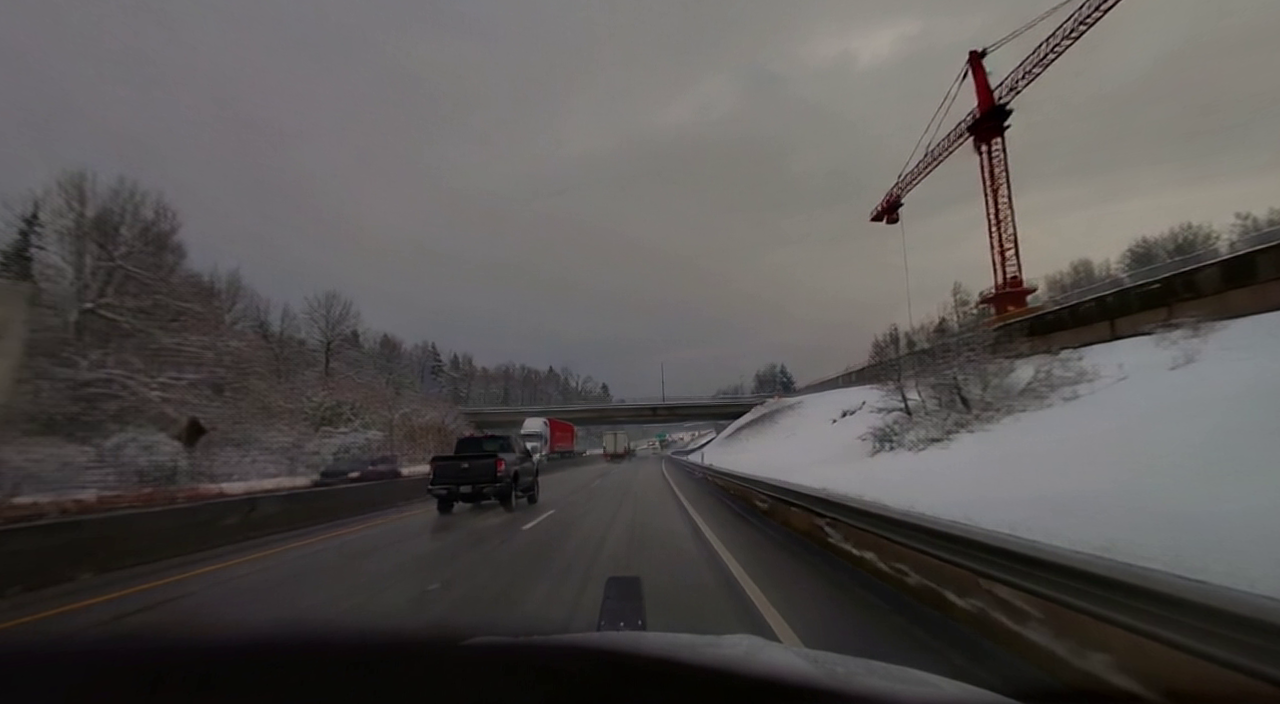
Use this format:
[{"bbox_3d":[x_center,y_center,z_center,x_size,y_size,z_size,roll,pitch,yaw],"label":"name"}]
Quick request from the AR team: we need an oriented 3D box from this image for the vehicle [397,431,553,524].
[{"bbox_3d":[-3.280,2.598,13.490,2.194,1.648,3.984,0,-9,1],"label":"vehicle"}]

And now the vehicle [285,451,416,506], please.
[{"bbox_3d":[-8.636,3.771,19.262,2.136,1.452,4.117,0,-9,-2],"label":"vehicle"}]
